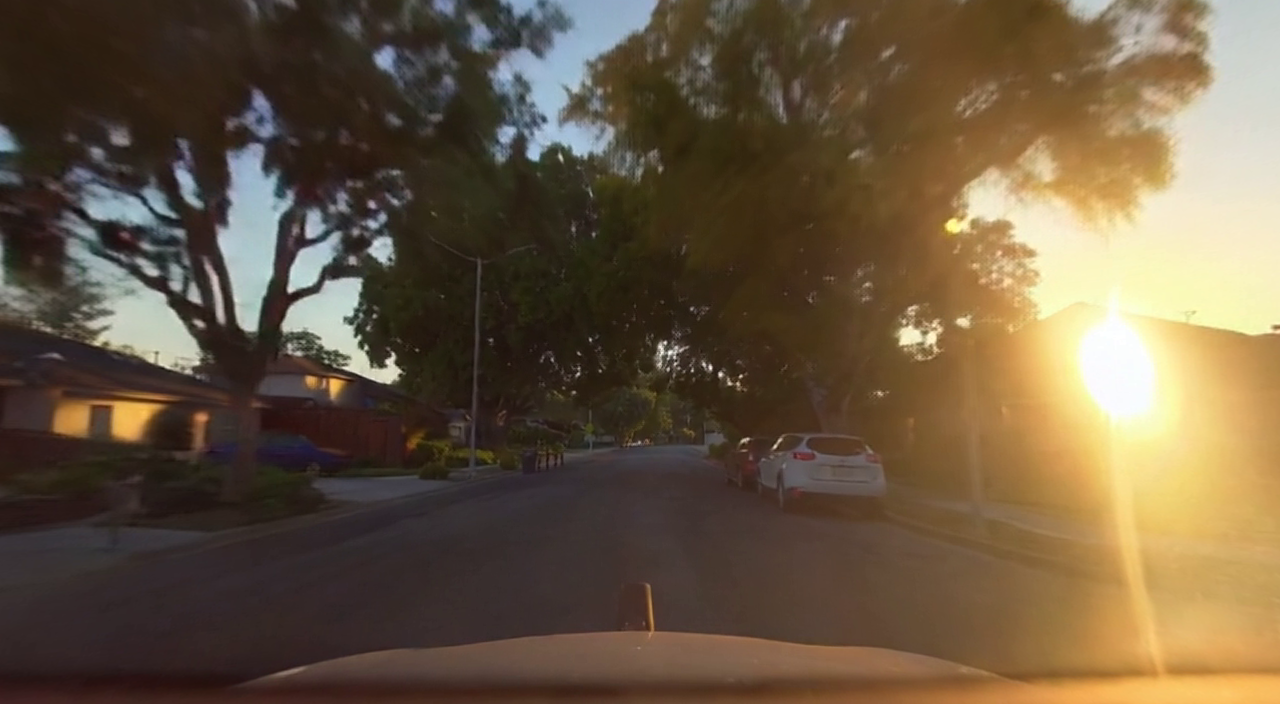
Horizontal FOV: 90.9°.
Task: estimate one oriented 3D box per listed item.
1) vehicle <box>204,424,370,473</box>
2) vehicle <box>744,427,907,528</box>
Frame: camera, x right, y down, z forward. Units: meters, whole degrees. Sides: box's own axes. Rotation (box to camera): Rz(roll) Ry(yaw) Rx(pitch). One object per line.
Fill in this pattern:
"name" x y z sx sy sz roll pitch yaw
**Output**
"vehicle" -12.695 3.476 22.851 4.906 1.564 1.988 1 -8 6
"vehicle" 3.655 2.555 13.482 2.046 1.760 4.570 0 -8 0
